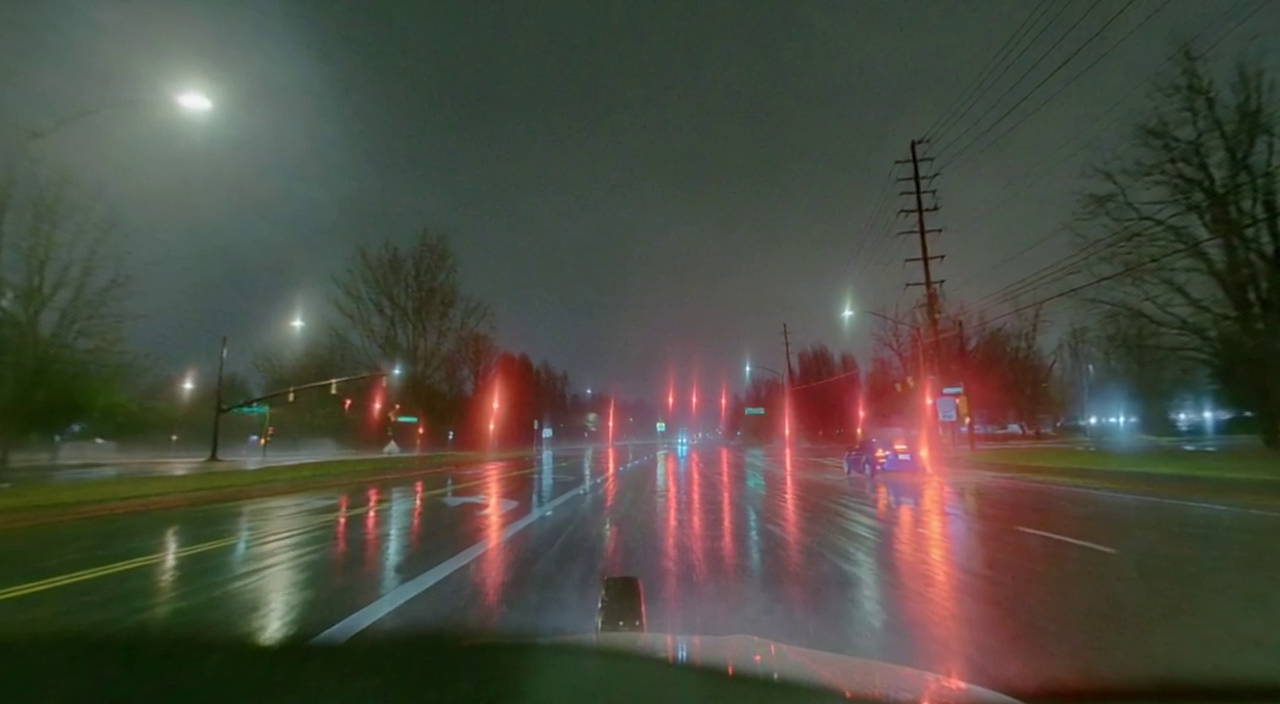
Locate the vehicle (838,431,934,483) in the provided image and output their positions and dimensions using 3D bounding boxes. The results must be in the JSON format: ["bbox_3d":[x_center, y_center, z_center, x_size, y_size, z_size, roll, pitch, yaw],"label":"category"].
[{"bbox_3d":[8.049,3.463,21.057,1.797,1.544,3.685,-1,-9,2],"label":"vehicle"}]
